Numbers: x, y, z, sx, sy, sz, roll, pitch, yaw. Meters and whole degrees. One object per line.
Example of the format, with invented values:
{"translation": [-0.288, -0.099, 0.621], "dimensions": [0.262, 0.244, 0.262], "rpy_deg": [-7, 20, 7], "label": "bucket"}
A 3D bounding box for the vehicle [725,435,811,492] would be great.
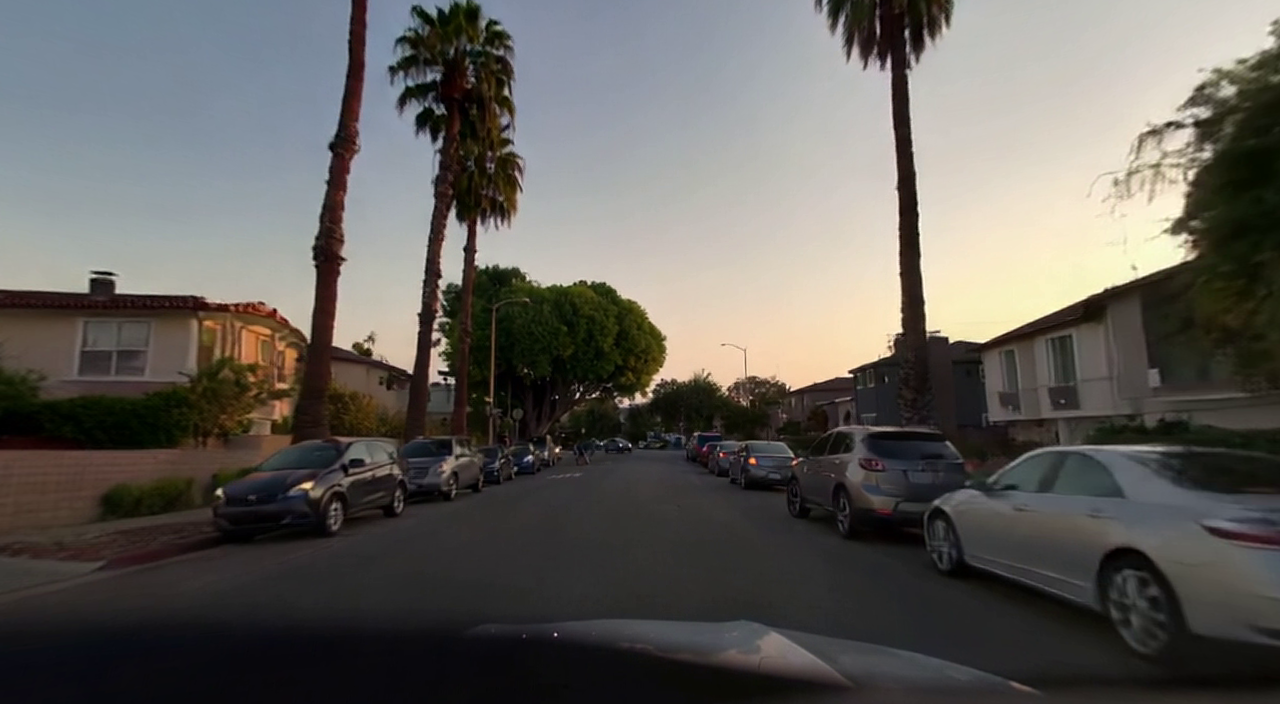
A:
{"translation": [4.094, 3.635, 20.969], "dimensions": [1.998, 1.649, 4.175], "rpy_deg": [0, -8, 0], "label": "vehicle"}

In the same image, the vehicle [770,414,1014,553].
{"translation": [3.830, 2.083, 10.760], "dimensions": [2.116, 1.817, 4.652], "rpy_deg": [0, -8, -1], "label": "vehicle"}

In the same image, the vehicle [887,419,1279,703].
{"translation": [4.035, 1.393, 5.211], "dimensions": [1.870, 1.506, 4.897], "rpy_deg": [0, -8, -2], "label": "vehicle"}

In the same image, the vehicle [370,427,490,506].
{"translation": [-5.635, 3.118, 17.713], "dimensions": [1.963, 1.859, 4.884], "rpy_deg": [0, -8, -4], "label": "vehicle"}

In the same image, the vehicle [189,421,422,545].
{"translation": [-5.696, 2.248, 11.561], "dimensions": [1.947, 1.803, 4.381], "rpy_deg": [0, -8, -2], "label": "vehicle"}
